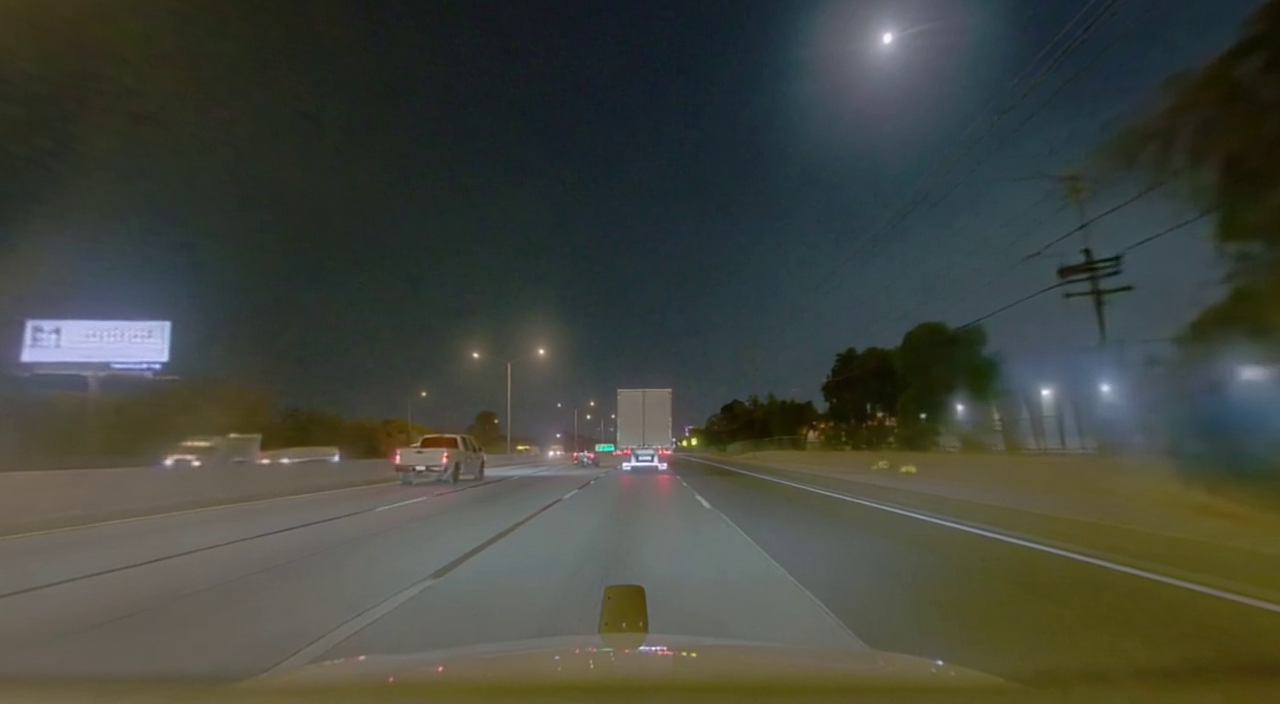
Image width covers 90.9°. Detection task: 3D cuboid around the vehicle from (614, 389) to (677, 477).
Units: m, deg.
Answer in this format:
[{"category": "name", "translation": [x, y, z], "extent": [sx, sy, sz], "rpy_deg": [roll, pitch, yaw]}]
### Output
[{"category": "vehicle", "translation": [0.412, 4.586, 35.010], "extent": [2.879, 4.027, 11.243], "rpy_deg": [-1, -8, 2]}]

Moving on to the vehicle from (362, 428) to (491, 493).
[{"category": "vehicle", "translation": [-7.109, 3.691, 21.851], "extent": [2.263, 1.936, 5.802], "rpy_deg": [-1, -8, 2]}]

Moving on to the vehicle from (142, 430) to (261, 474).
[{"category": "vehicle", "translation": [-32.583, 7.487, 47.417], "extent": [3.069, 3.009, 8.042], "rpy_deg": [-1, -8, 1]}]

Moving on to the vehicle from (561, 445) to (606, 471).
[{"category": "vehicle", "translation": [-3.464, 6.602, 39.502], "extent": [2.138, 1.469, 4.677], "rpy_deg": [-1, -8, 3]}]
